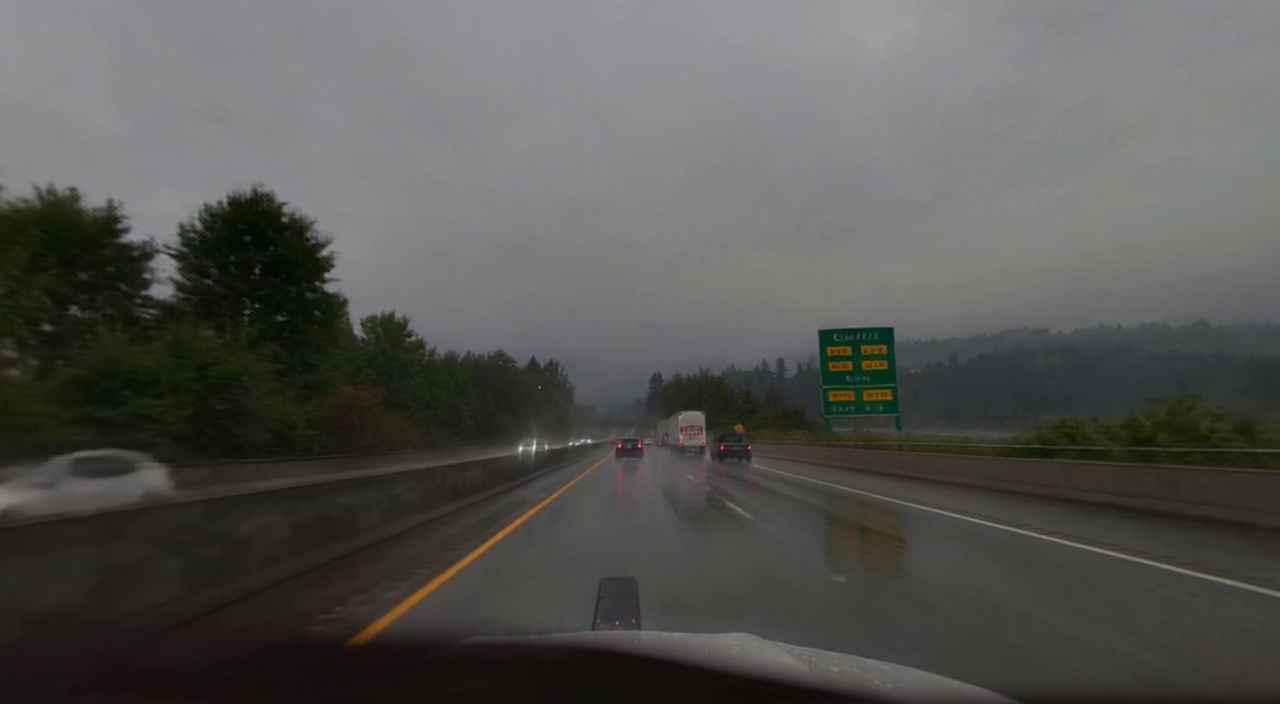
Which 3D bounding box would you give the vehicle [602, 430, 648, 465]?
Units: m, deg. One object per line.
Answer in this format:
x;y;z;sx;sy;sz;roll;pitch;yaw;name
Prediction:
-0.771;4.879;32.490;2.206;1.681;4.111;0;-8;-1;vehicle

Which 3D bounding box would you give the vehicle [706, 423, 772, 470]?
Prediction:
4.327;4.189;28.212;2.073;1.905;4.023;0;-8;-3;vehicle

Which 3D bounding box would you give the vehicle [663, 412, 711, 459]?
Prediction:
3.166;5.904;44.673;2.728;3.053;7.708;0;-8;-1;vehicle
